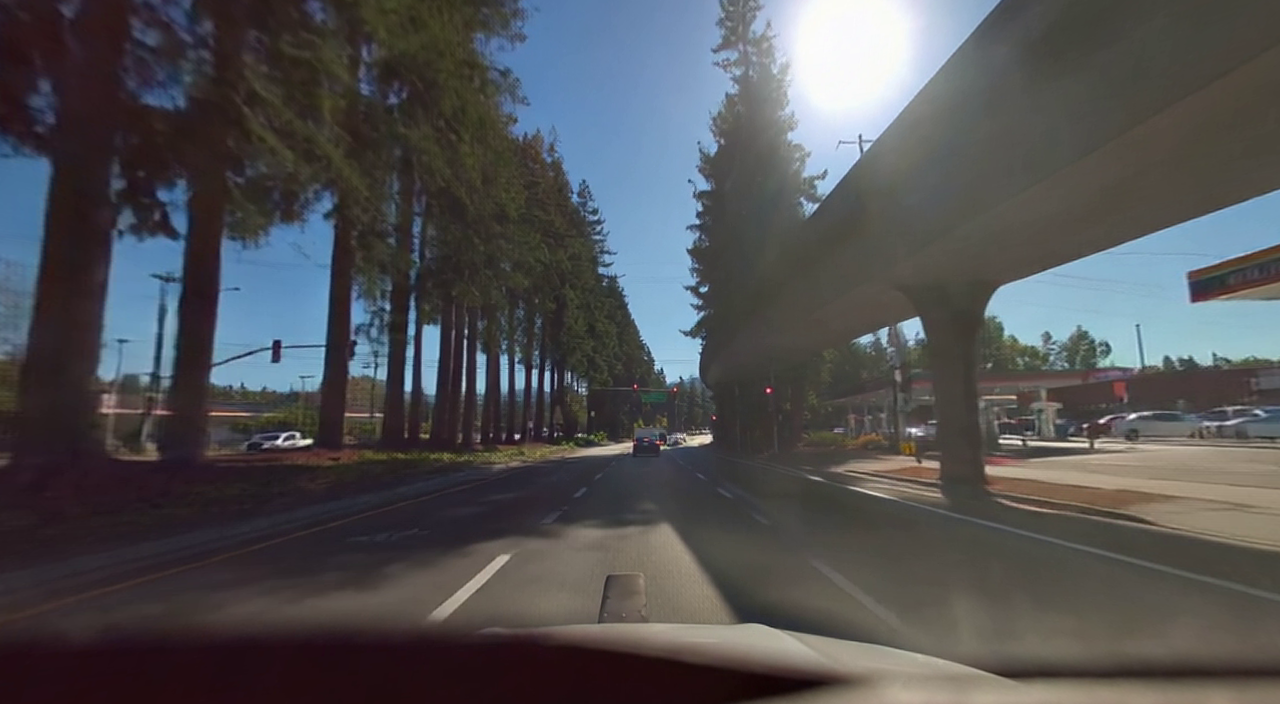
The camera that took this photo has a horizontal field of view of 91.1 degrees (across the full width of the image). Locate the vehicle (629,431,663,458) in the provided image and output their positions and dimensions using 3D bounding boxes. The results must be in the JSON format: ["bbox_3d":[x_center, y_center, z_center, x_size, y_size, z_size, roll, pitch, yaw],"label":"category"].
[{"bbox_3d":[0.357,5.914,40.135,2.074,1.631,3.793,0,-8,0],"label":"vehicle"}]

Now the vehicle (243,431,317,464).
[{"bbox_3d":[-23.222,6.198,40.746,2.026,1.965,4.674,0,-8,-1],"label":"vehicle"}]
